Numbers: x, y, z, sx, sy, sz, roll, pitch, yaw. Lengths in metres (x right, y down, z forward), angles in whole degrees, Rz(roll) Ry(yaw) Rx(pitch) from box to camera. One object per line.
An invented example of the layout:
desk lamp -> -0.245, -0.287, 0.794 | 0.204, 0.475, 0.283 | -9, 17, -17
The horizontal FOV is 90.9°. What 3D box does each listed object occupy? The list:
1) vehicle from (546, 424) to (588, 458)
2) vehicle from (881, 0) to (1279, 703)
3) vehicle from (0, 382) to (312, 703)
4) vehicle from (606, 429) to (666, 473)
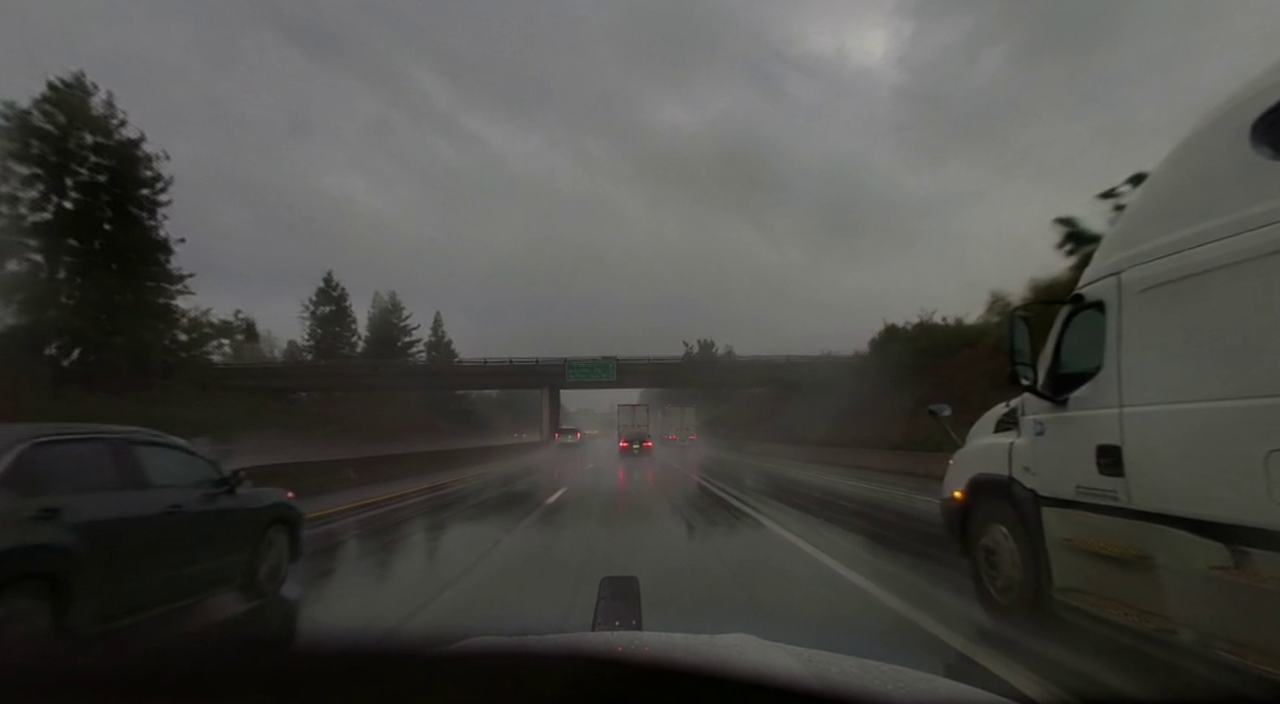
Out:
vehicle -> -4.426, 5.471, 38.883 | 2.013, 1.961, 4.692 | 0, -8, 0
vehicle -> 3.780, -0.086, 2.018 | 2.783, 3.483, 7.836 | 0, -8, -1
vehicle -> -3.807, 0.939, 3.009 | 1.979, 1.527, 4.754 | 0, -8, -1
vehicle -> -0.182, 3.691, 23.727 | 2.059, 1.522, 3.693 | 0, -8, -1
